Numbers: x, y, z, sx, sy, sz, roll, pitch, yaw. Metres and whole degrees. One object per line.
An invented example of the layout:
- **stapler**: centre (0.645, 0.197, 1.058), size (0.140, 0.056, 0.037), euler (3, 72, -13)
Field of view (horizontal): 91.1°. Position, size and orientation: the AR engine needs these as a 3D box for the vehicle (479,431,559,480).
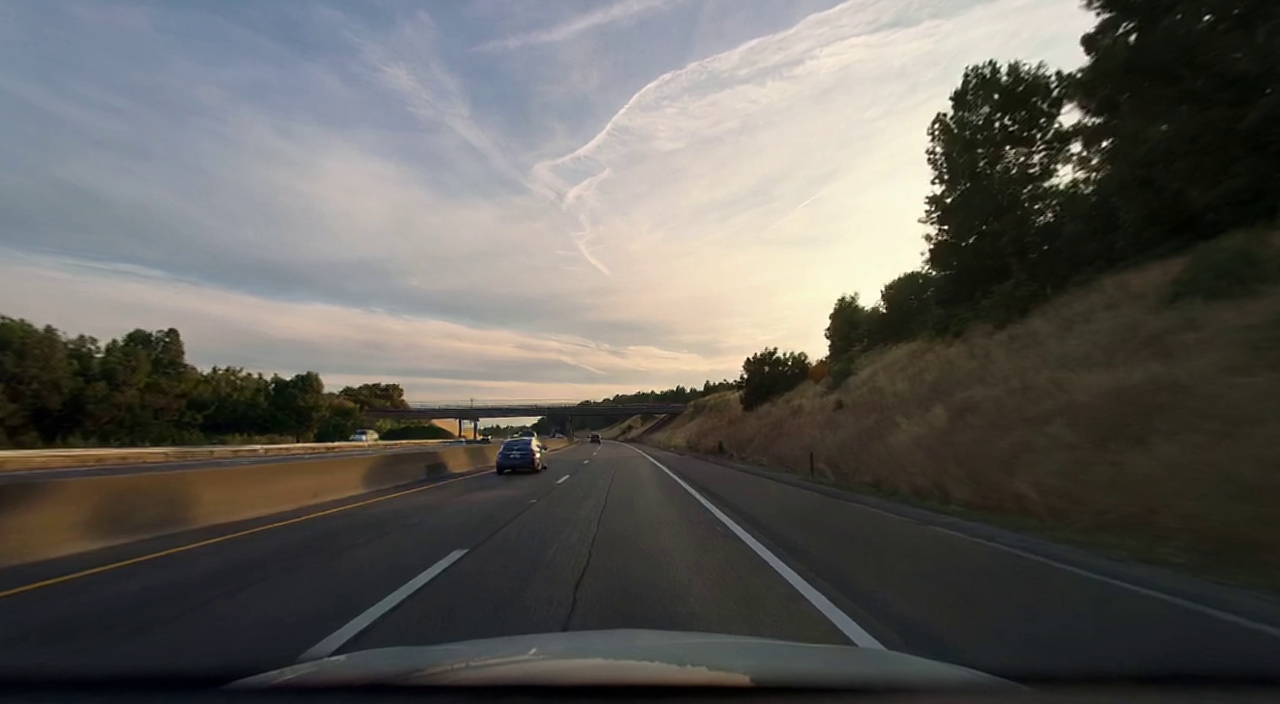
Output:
- **vehicle**: centre (-4.103, 3.561, 22.026), size (2.005, 1.509, 4.260), euler (0, -8, -1)
